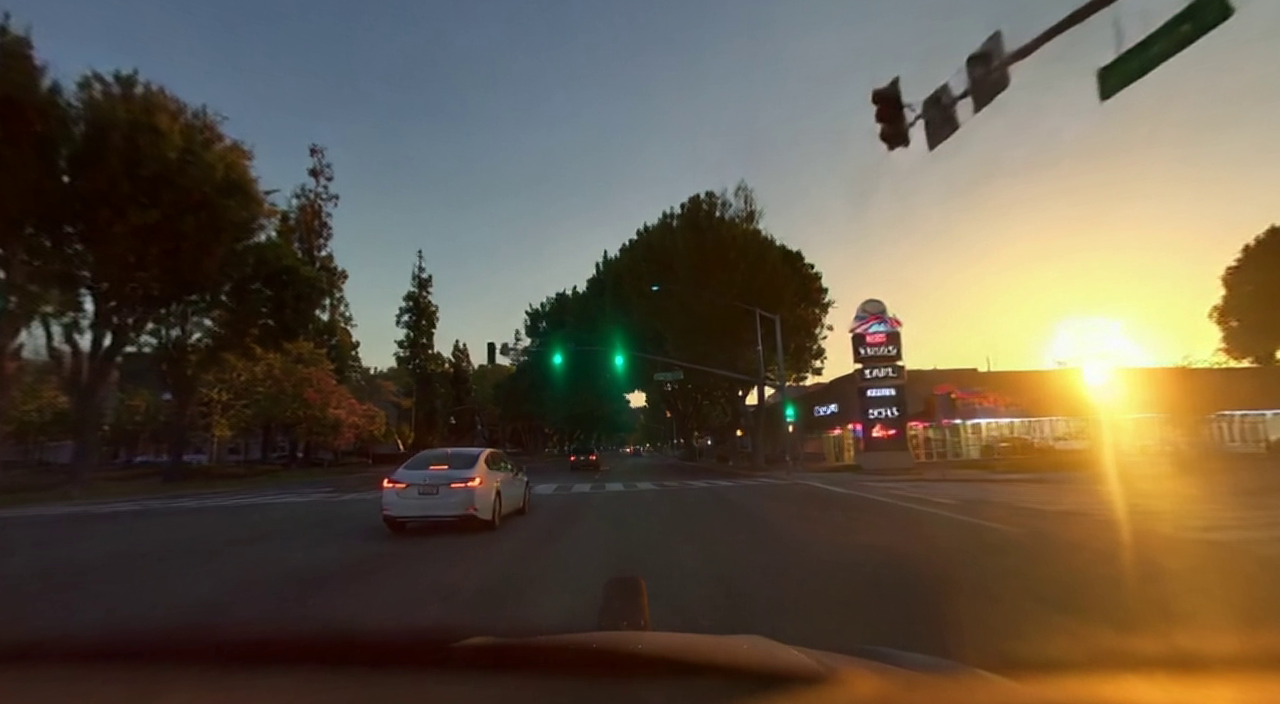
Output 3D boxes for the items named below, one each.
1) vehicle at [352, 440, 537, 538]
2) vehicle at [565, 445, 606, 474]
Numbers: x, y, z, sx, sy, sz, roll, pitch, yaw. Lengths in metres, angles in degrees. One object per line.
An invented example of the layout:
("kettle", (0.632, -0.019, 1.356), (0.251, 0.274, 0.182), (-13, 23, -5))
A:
("vehicle", (-3.356, 2.433, 11.883), (2.018, 1.477, 4.401), (0, -9, 1))
("vehicle", (-3.358, 6.699, 39.630), (2.109, 1.692, 4.220), (0, -9, 0))
